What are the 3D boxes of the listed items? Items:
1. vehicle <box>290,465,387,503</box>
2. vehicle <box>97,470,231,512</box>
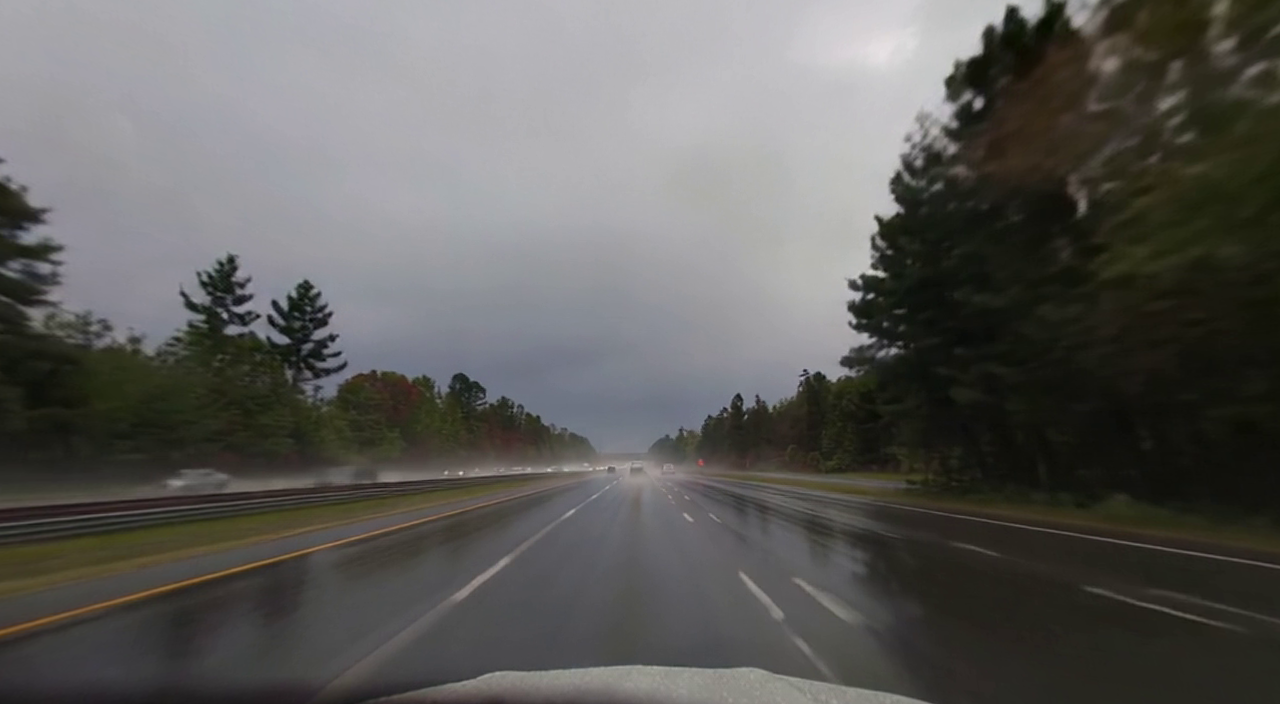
[{"bbox_3d":[-12.763,5.599,26.923,2.097,1.465,4.067,1,-10,0],"label":"vehicle"},{"bbox_3d":[-19.058,5.580,25.486,1.876,1.475,4.583,1,-10,-1],"label":"vehicle"}]
